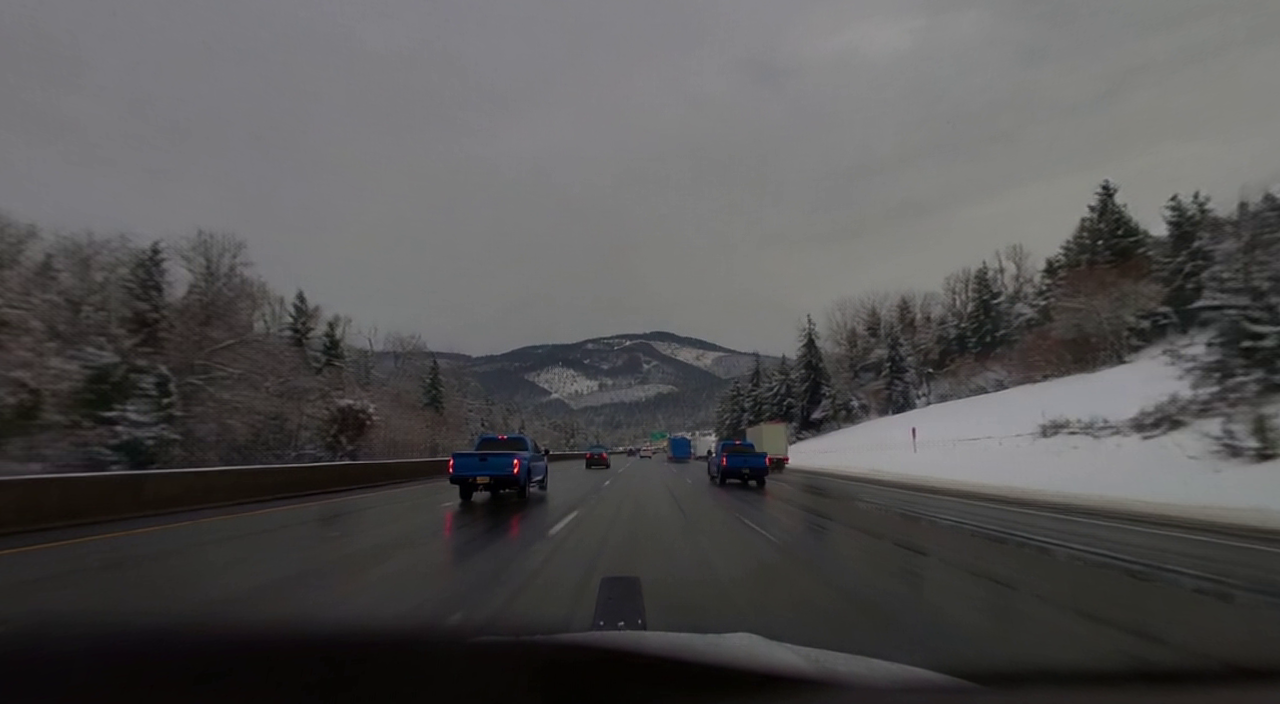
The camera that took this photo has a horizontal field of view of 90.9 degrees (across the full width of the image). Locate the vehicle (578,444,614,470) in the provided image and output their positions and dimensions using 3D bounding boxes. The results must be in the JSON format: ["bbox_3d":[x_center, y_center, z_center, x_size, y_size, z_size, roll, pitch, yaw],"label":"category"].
[{"bbox_3d":[-3.182,7.683,46.254,2.235,1.785,4.386,-1,-8,1],"label":"vehicle"}]

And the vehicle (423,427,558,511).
[{"bbox_3d":[-3.683,2.997,16.749,2.227,1.853,5.161,-1,-8,1],"label":"vehicle"}]

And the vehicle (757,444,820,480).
[{"bbox_3d":[7.740,5.769,33.421,2.104,1.724,4.701,0,-8,-1],"label":"vehicle"}]

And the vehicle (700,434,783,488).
[{"bbox_3d":[4.032,4.463,26.278,2.424,1.952,5.611,0,-8,-1],"label":"vehicle"}]
